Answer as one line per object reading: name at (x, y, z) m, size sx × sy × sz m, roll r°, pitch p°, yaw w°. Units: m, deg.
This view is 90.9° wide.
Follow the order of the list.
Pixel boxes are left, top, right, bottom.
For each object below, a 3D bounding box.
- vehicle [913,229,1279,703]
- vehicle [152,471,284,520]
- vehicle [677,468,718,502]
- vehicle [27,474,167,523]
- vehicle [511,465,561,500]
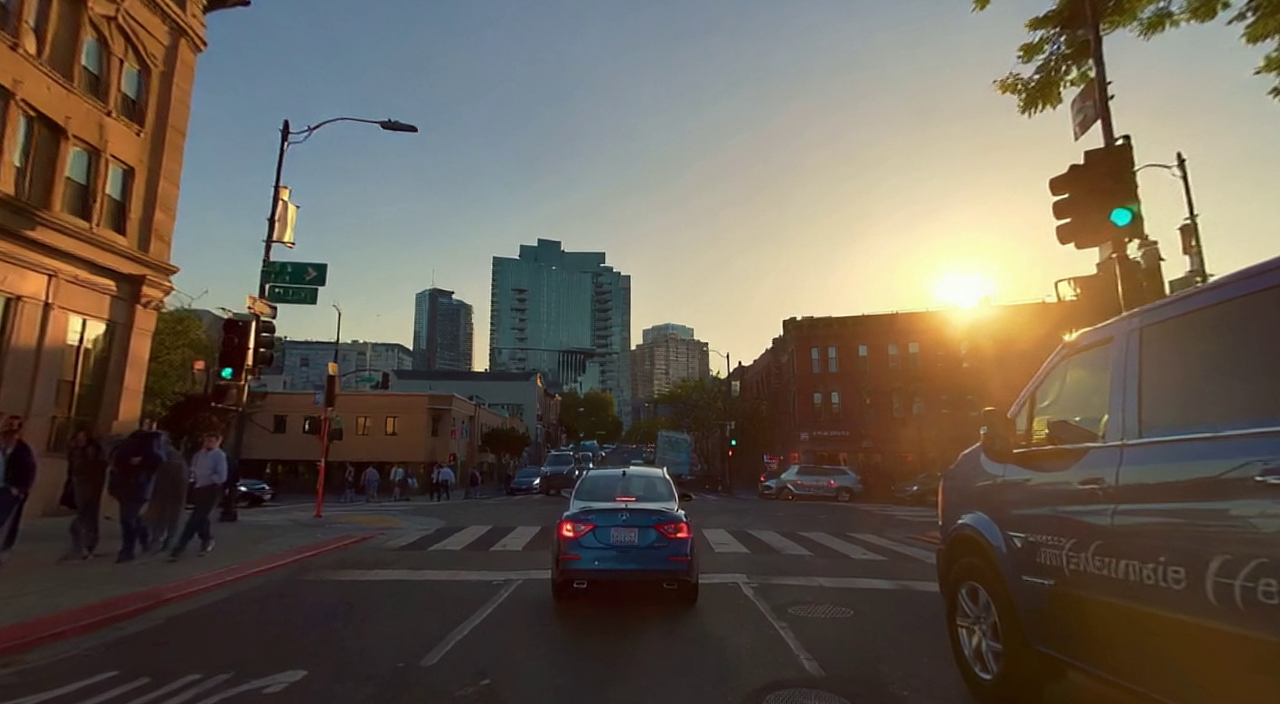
vehicle at (3.200, 0.534, 1.215) m, size 2.632 × 1.979 × 6.096 m, roll 0°, pitch -9°, yaw 0°
vehicle at (-19.767, 6.724, 29.679) m, size 4.750 × 2.083 × 2.002 m, roll -1°, pitch -9°, yaw 3°
vehicle at (3.477, 8.130, 38.775) m, size 1.908 × 1.741 × 4.066 m, roll 0°, pitch -9°, yaw -3°
vehicle at (-25.457, 6.850, 29.698) m, size 4.588 × 2.048 × 2.110 m, roll 0°, pitch -9°, yaw 1°
vehicle at (-6.344, 8.005, 38.986) m, size 2.226 × 1.896 × 4.438 m, roll -1°, pitch -9°, yaw 1°
